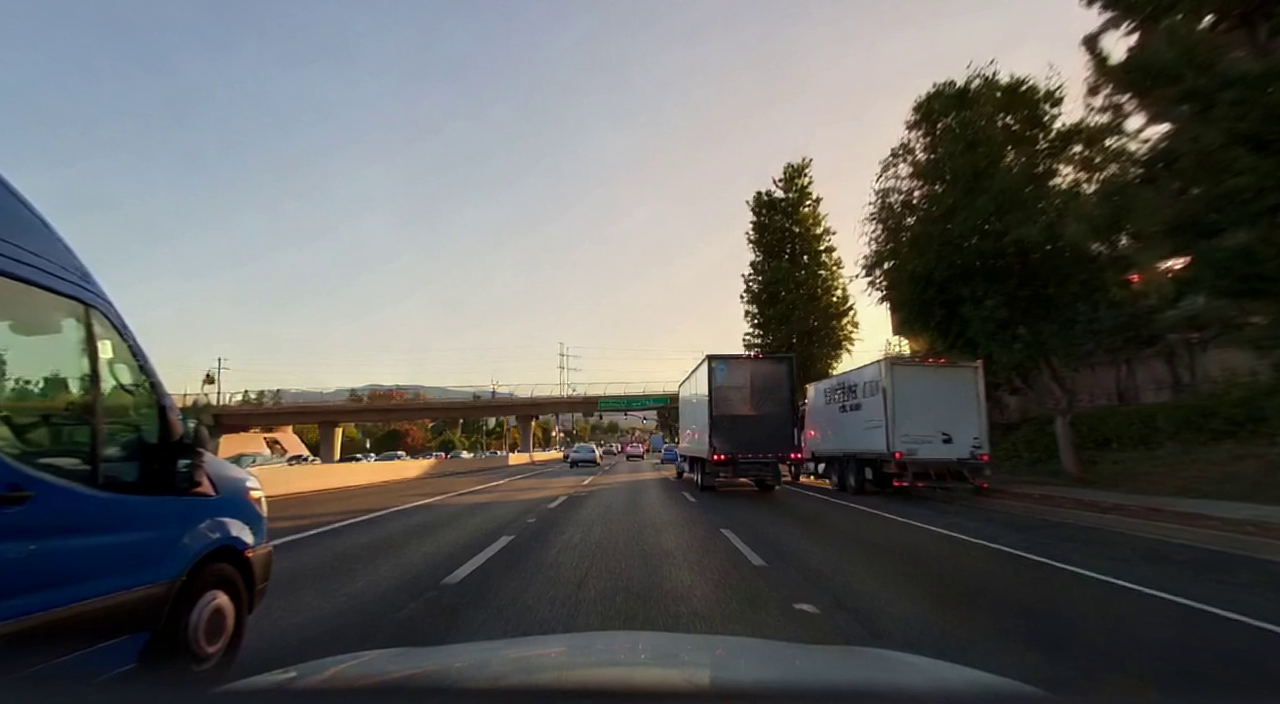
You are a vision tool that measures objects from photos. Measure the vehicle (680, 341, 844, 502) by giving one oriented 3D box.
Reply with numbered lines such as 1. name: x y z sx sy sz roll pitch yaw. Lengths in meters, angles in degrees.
1. vehicle: 2.956 2.244 18.801 2.861 3.525 9.858 0 -9 0

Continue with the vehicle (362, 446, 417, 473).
1. vehicle: -18.040 7.734 45.683 2.053 1.773 4.649 0 -9 0

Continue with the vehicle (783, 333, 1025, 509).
1. vehicle: 6.974 2.233 18.889 3.005 3.947 9.252 0 -9 -1

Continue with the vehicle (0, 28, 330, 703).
1. vehicle: -3.446 0.118 1.069 2.443 2.784 6.493 0 -9 0

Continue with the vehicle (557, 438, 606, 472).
1. vehicle: -3.306 5.986 36.941 2.356 1.766 5.674 0 -9 0
